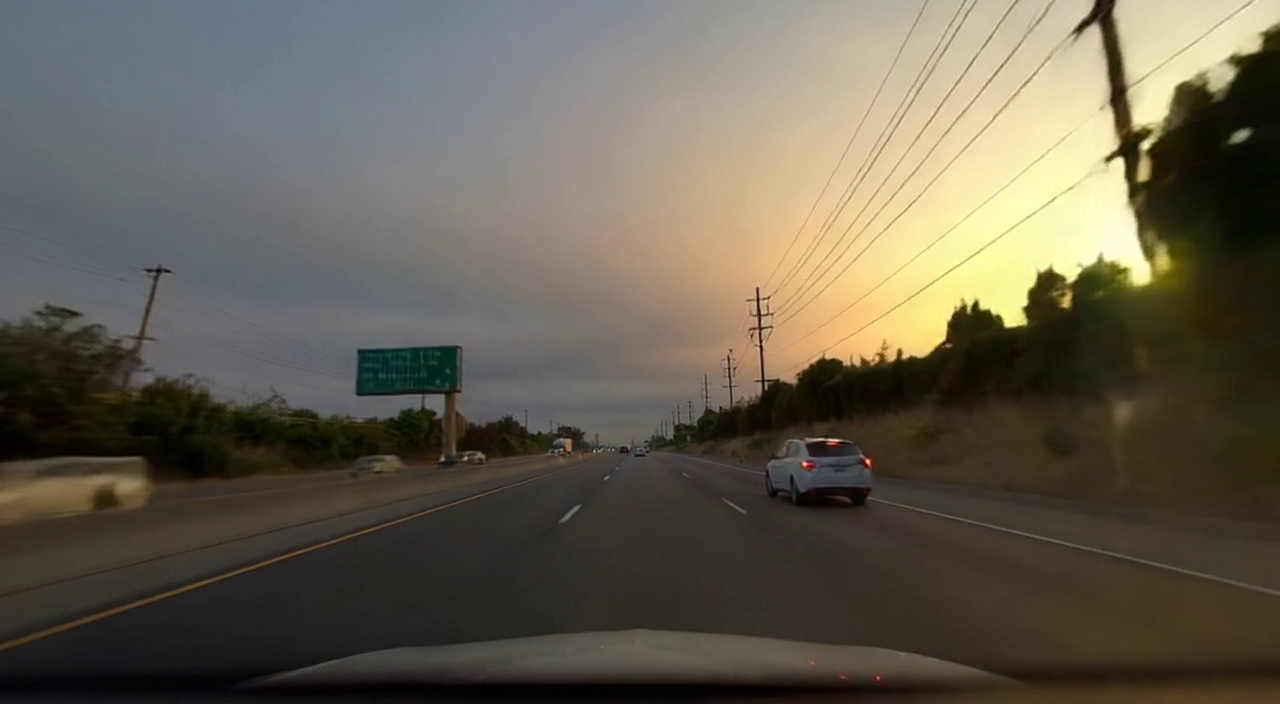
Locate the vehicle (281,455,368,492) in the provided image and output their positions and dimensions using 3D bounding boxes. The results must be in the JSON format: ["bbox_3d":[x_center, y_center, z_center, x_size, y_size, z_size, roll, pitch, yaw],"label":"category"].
[{"bbox_3d":[-14.877,5.726,29.820,2.032,1.541,4.080,0,-9,0],"label":"vehicle"}]

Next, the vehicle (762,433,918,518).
[{"bbox_3d":[4.158,2.642,13.858,2.054,1.565,4.089,0,-9,-1],"label":"vehicle"}]
